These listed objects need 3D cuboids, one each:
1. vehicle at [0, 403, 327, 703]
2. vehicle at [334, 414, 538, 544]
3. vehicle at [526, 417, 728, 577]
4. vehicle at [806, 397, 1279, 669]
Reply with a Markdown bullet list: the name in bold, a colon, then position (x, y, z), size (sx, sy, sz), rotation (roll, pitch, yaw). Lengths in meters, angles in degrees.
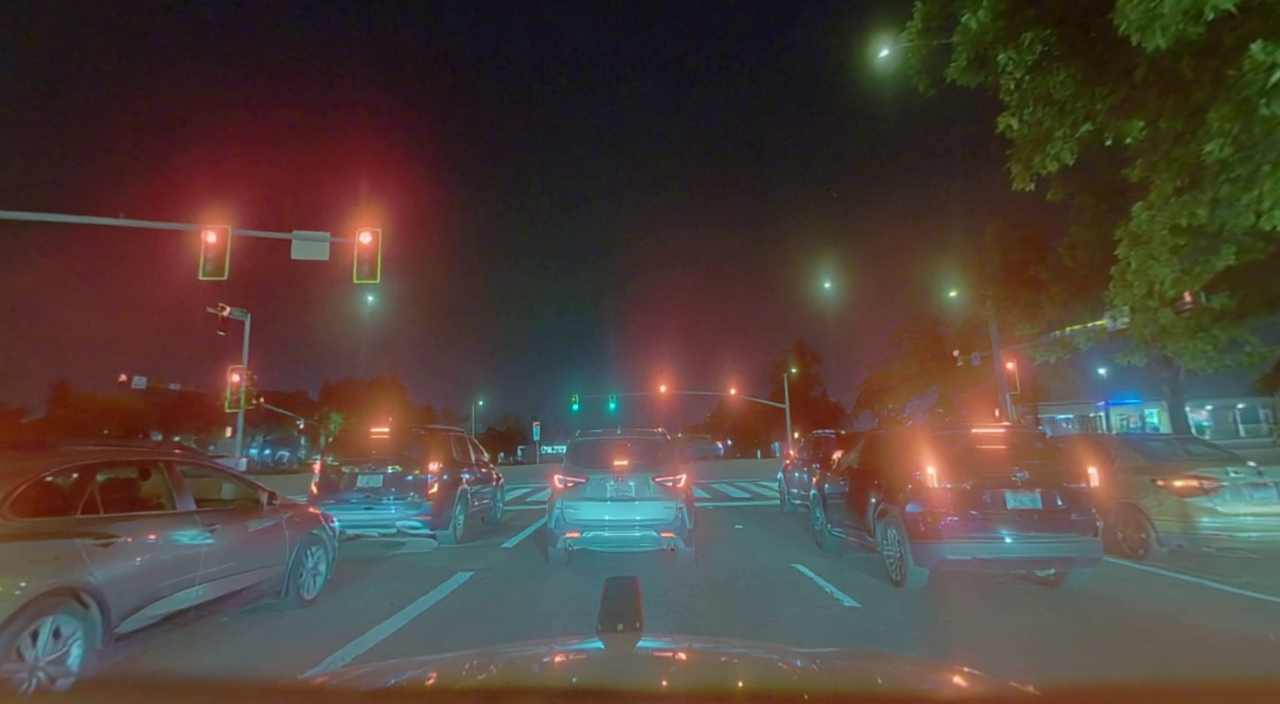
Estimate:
- **vehicle**: position (-3.355, 0.947, 2.364), size (1.863, 1.495, 4.667), rotation (0, -8, 2)
- **vehicle**: position (-3.229, 2.115, 11.155), size (2.048, 1.805, 4.405), rotation (0, -8, 1)
- **vehicle**: position (-0.103, 1.800, 8.544), size (2.106, 1.655, 3.717), rotation (0, -8, 1)
- **vehicle**: position (3.224, 1.442, 6.186), size (2.006, 1.659, 4.462), rotation (0, -8, 1)
